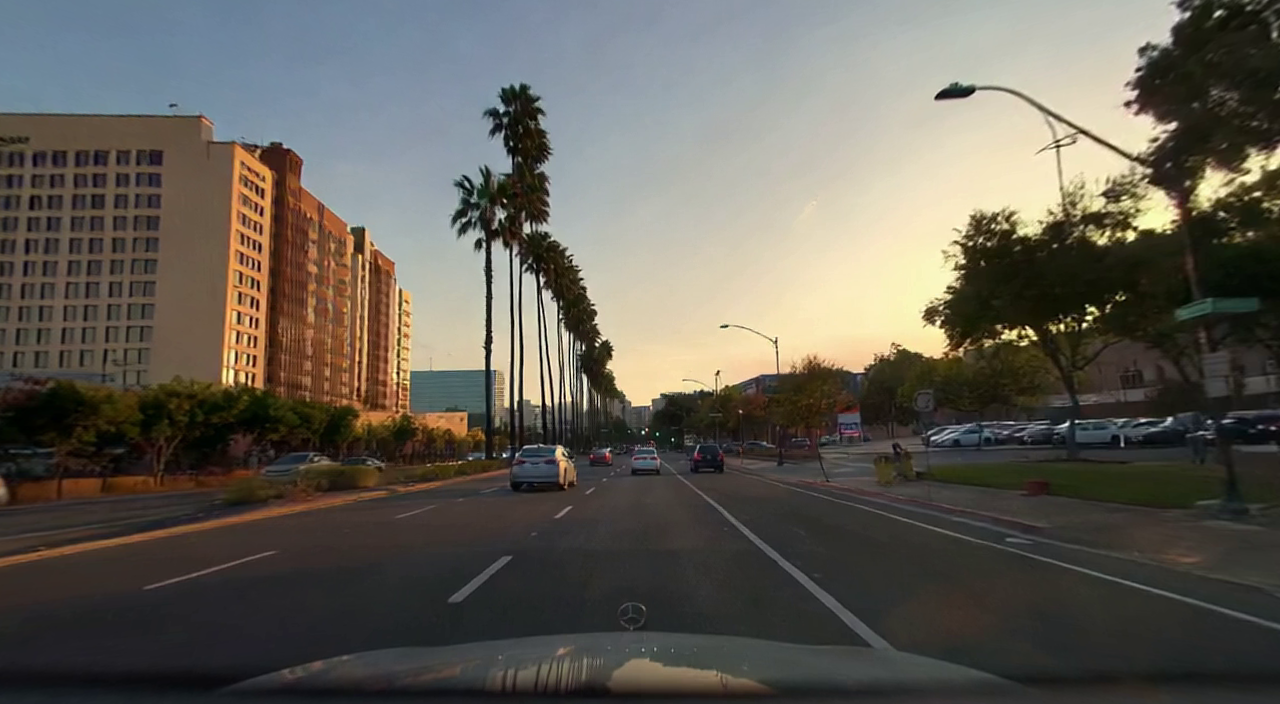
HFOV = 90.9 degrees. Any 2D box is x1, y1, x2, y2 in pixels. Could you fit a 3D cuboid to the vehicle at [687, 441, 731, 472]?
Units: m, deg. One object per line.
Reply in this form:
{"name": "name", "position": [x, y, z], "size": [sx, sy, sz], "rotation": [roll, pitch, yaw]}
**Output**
{"name": "vehicle", "position": [4.151, 6.363, 38.557], "size": [2.108, 1.785, 4.334], "rotation": [0, -9, -1]}

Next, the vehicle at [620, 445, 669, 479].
{"name": "vehicle", "position": [0.228, 5.167, 29.885], "size": [2.147, 1.507, 3.953], "rotation": [0, -8, 0]}

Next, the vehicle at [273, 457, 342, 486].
{"name": "vehicle", "position": [-20.848, 7.491, 39.724], "size": [1.954, 1.588, 4.170], "rotation": [-1, -9, 1]}

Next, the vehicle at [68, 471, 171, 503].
{"name": "vehicle", "position": [-28.896, 7.461, 35.188], "size": [1.838, 1.469, 4.556], "rotation": [-1, -9, 1]}

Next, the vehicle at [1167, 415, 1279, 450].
{"name": "vehicle", "position": [27.276, 3.715, 28.822], "size": [1.815, 1.463, 4.379], "rotation": [3, -9, -21]}

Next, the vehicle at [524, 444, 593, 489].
{"name": "vehicle", "position": [-2.935, 4.206, 23.605], "size": [1.908, 1.505, 4.369], "rotation": [-1, -8, 1]}

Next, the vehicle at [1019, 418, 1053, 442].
{"name": "vehicle", "position": [27.932, 5.554, 44.526], "size": [1.781, 1.592, 3.879], "rotation": [-5, -10, 30]}

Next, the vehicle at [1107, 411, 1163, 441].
{"name": "vehicle", "position": [30.572, 4.615, 39.032], "size": [1.955, 1.709, 4.014], "rotation": [-5, -10, 28]}

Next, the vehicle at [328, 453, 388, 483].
{"name": "vehicle", "position": [-17.149, 7.053, 38.574], "size": [1.831, 1.611, 3.912], "rotation": [0, -9, 1]}

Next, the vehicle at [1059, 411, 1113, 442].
{"name": "vehicle", "position": [27.762, 4.731, 39.368], "size": [2.102, 1.779, 4.903], "rotation": [-5, -10, 28]}
